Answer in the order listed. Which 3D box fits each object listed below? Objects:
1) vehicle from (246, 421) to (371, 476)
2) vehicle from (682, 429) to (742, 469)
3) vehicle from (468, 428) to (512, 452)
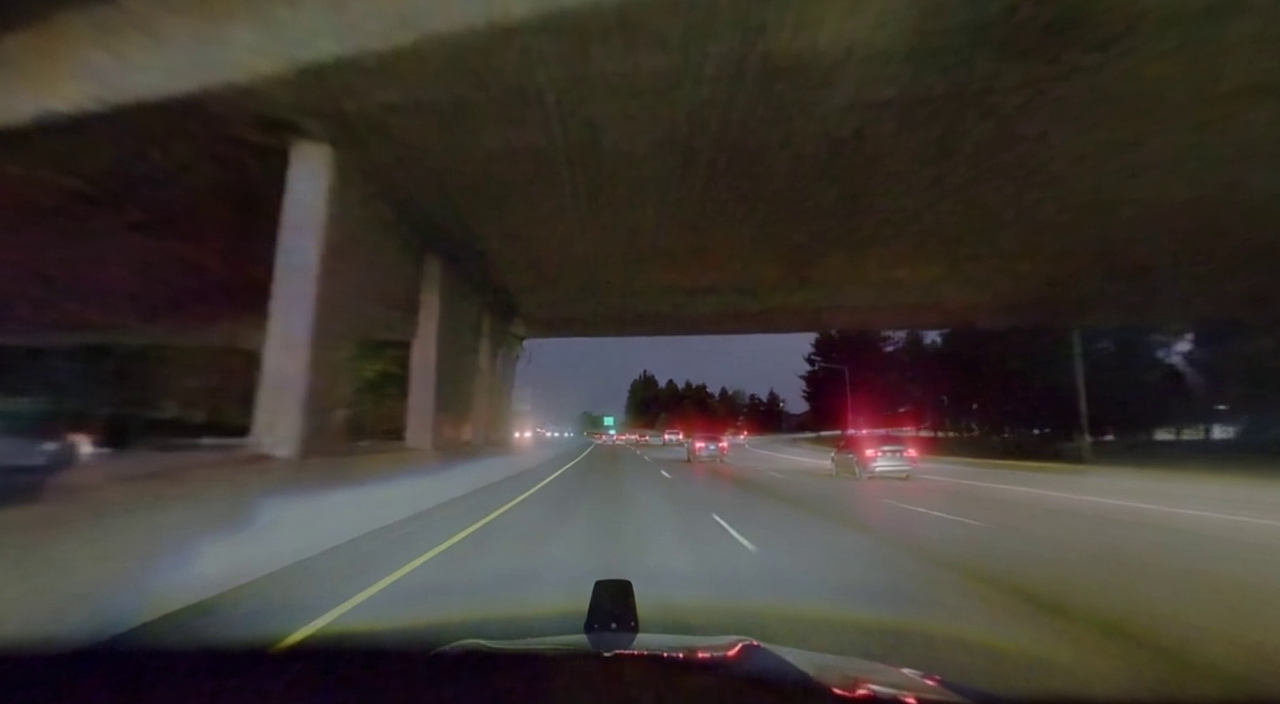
[{"bbox_3d":[-9.514,2.794,18.468,1.729,1.450,3.703,0,-8,-2],"label":"vehicle"},{"bbox_3d":[3.006,4.102,26.957,1.938,1.578,3.764,0,-8,-3],"label":"vehicle"},{"bbox_3d":[-10.016,5.932,42.449,2.011,1.519,4.508,0,-8,-2],"label":"vehicle"}]
